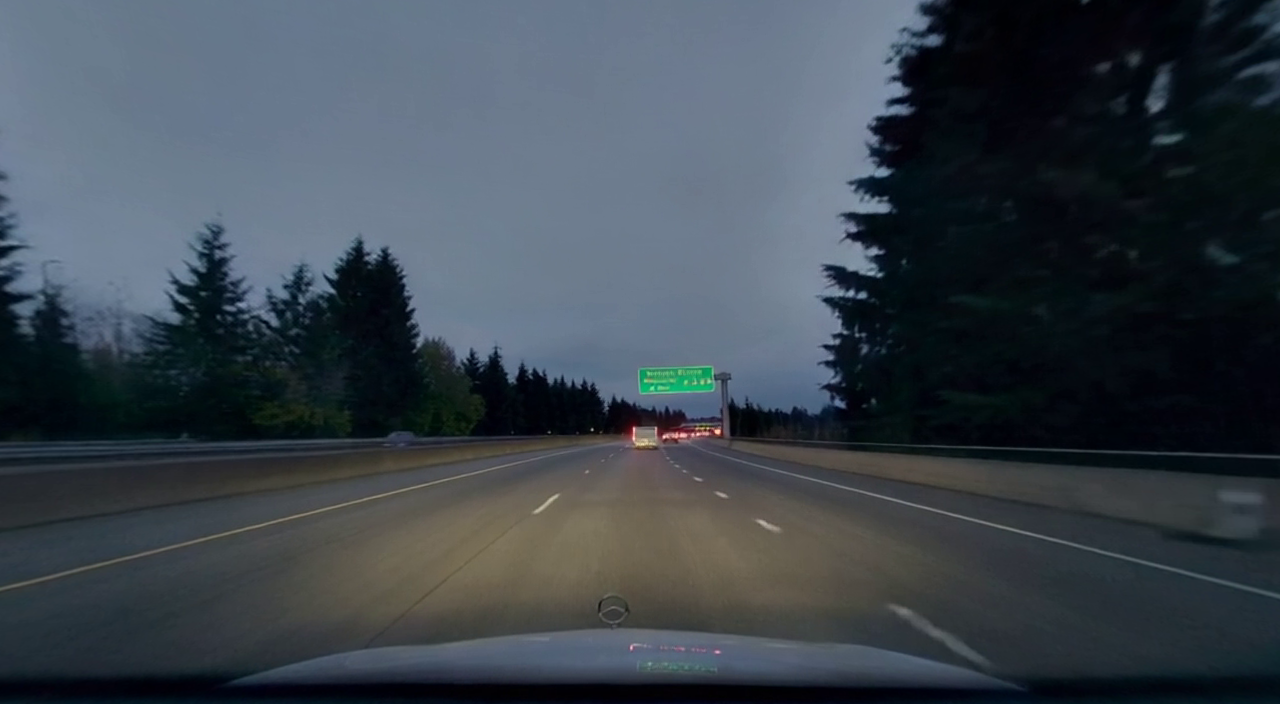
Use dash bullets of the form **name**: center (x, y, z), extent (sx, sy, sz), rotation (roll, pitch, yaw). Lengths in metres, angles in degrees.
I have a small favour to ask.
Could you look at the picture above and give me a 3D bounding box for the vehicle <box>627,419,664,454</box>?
- **vehicle**: center (0.322, 5.916, 44.215), extent (2.450, 2.314, 4.753), rotation (0, -8, 0)
